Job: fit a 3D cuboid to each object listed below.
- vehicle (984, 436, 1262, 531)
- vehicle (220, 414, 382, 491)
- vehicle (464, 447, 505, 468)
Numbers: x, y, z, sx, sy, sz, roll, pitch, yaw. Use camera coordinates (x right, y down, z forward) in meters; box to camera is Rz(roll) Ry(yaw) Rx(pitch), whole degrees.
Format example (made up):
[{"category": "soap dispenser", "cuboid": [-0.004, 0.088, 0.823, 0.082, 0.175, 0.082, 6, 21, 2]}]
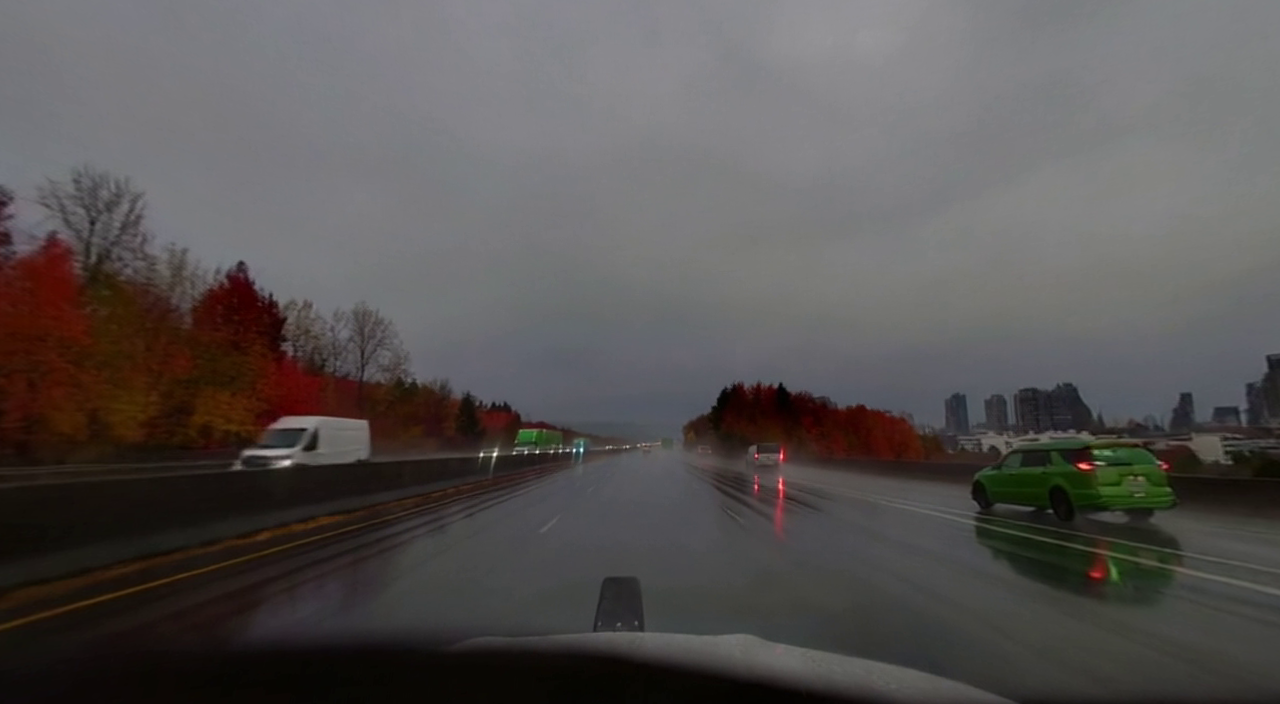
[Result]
[{"category": "vehicle", "cuboid": [8.915, 2.425, 12.156, 1.874, 1.494, 4.082, 1, -9, -5]}, {"category": "vehicle", "cuboid": [-12.079, 3.676, 23.127, 2.376, 2.426, 6.323, 0, -9, 0]}, {"category": "vehicle", "cuboid": [-11.977, 8.135, 48.506, 1.918, 1.504, 4.582, 0, -9, 1]}]
